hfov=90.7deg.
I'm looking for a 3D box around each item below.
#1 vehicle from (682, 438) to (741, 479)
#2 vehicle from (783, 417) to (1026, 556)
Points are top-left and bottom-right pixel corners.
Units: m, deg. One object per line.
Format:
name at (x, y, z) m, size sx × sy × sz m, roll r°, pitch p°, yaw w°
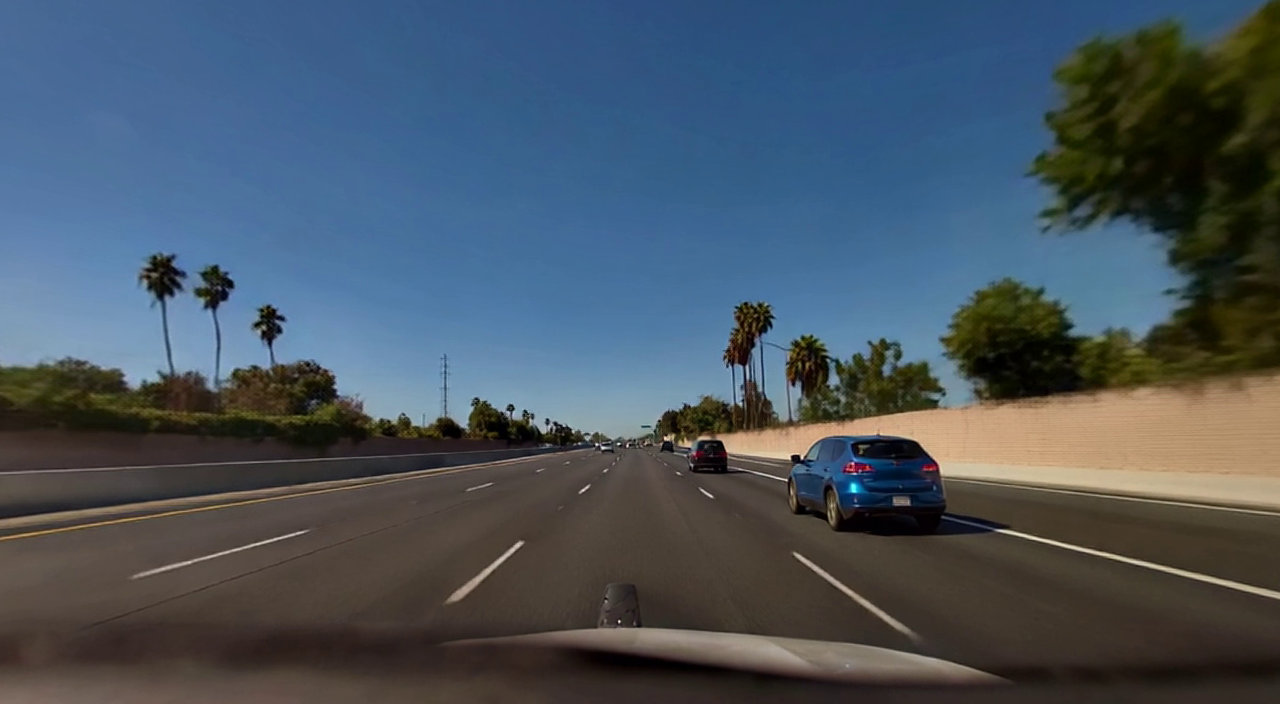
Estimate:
vehicle at (3.113, 4.743, 28.345) m, size 2.045 × 1.688 × 4.313 m, roll 0°, pitch -9°, yaw -1°
vehicle at (3.752, 1.978, 9.964) m, size 1.910 × 1.696 × 4.187 m, roll 0°, pitch -9°, yaw -1°
